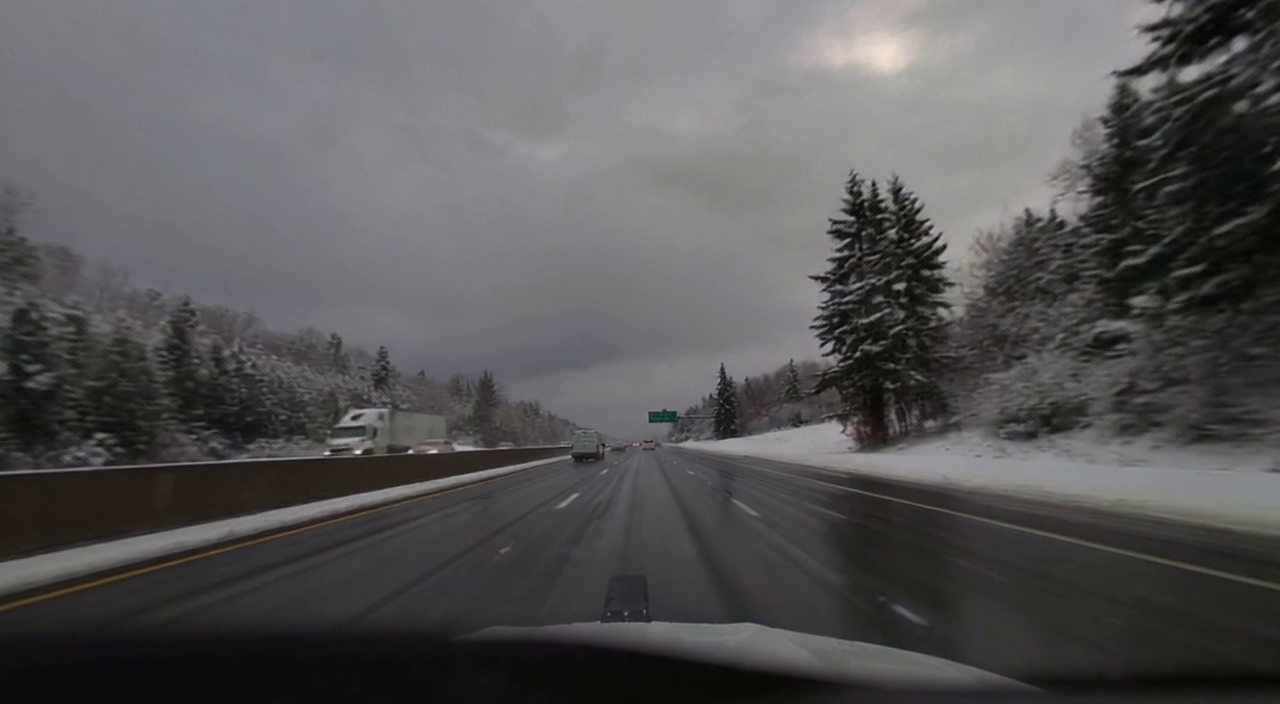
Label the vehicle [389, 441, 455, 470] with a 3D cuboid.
[{"bbox_3d":[-12.840,6.105,37.355,2.255,1.631,4.281,0,-8,1],"label":"vehicle"}]

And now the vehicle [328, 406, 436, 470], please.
[{"bbox_3d":[-16.986,5.827,42.401,2.987,3.827,9.899,0,-8,0],"label":"vehicle"}]

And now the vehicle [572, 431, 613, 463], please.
[{"bbox_3d":[-3.150,6.452,42.692,2.286,2.011,4.452,0,-8,1],"label":"vehicle"}]
